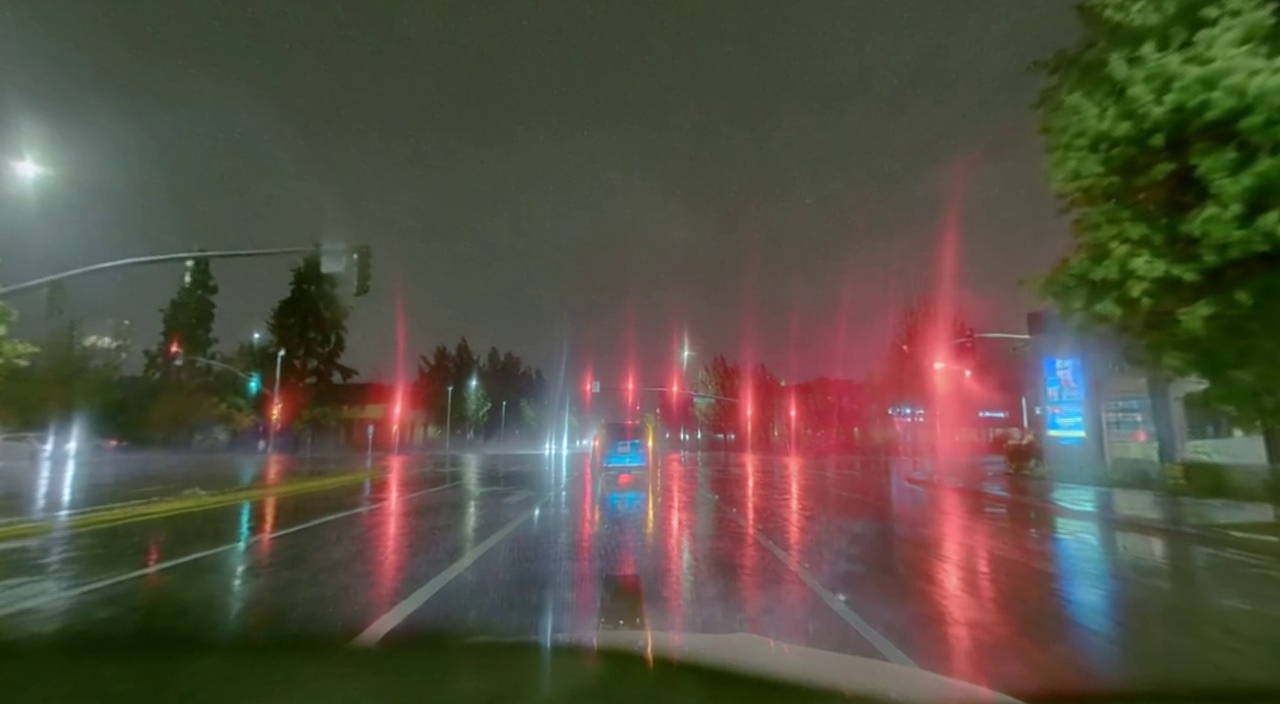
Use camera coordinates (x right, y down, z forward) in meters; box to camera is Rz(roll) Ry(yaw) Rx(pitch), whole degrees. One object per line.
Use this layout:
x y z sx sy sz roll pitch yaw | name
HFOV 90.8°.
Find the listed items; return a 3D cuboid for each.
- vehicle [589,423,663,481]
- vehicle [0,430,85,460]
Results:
-0.435 3.078 19.733 2.066 1.618 3.922 0 -8 -1 | vehicle
-36.376 5.511 37.461 4.912 1.731 2.022 0 -8 -1 | vehicle
